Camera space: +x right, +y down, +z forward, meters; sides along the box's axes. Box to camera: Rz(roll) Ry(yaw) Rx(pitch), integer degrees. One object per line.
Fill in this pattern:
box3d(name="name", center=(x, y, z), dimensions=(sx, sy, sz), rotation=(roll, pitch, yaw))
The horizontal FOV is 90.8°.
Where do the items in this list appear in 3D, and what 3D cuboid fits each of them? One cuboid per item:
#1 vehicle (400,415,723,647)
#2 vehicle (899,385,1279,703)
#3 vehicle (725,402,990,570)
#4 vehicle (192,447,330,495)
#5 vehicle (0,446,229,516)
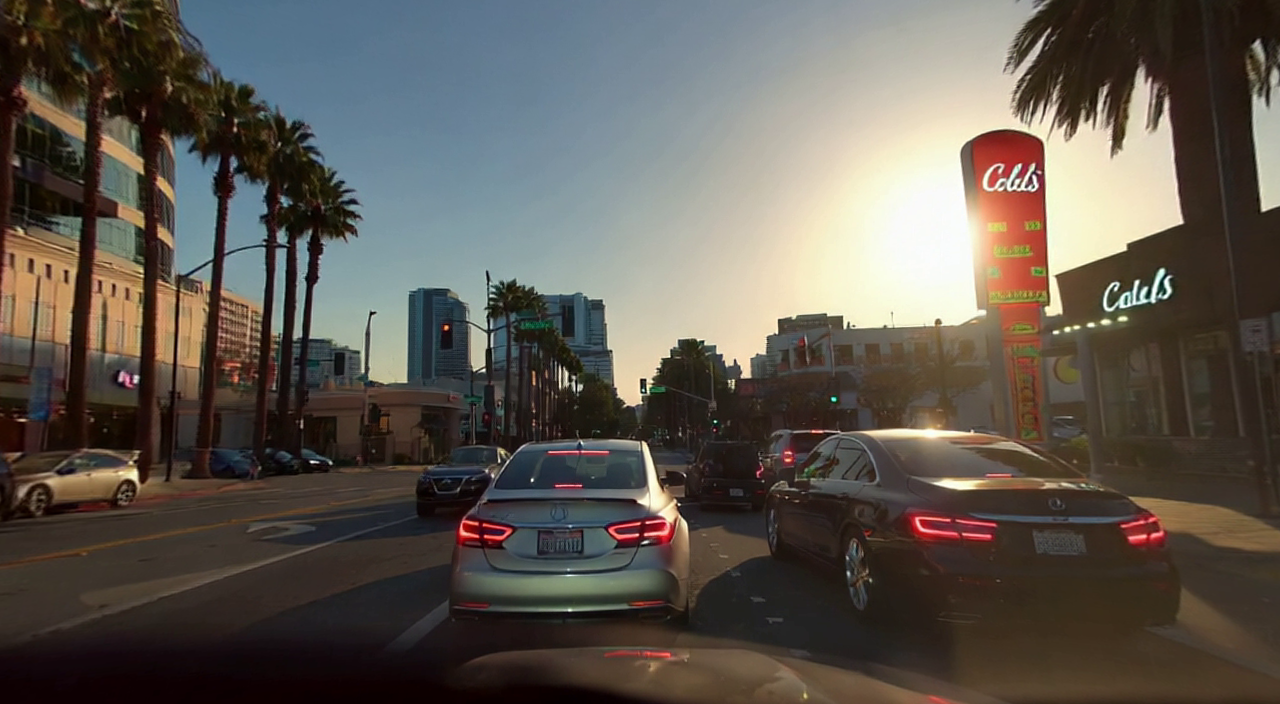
box3d(name="vehicle", center=(-0.520, 1.475, 6.225), dimensions=(2.096, 1.492, 4.071), rotation=(0, -9, 0))
box3d(name="vehicle", center=(2.619, 0.809, 1.470), dimensions=(2.085, 1.469, 4.458), rotation=(0, -9, -1))
box3d(name="vehicle", center=(2.640, 1.767, 9.060), dimensions=(2.096, 1.775, 4.440), rotation=(0, -9, -2))
box3d(name="vehicle", center=(-12.863, 4.023, 21.869), dimensions=(1.856, 1.455, 4.700), rotation=(0, -9, 0))
box3d(name="vehicle", center=(-12.864, 3.136, 15.970), dimensions=(1.870, 1.475, 4.531), rotation=(0, -9, 0))
